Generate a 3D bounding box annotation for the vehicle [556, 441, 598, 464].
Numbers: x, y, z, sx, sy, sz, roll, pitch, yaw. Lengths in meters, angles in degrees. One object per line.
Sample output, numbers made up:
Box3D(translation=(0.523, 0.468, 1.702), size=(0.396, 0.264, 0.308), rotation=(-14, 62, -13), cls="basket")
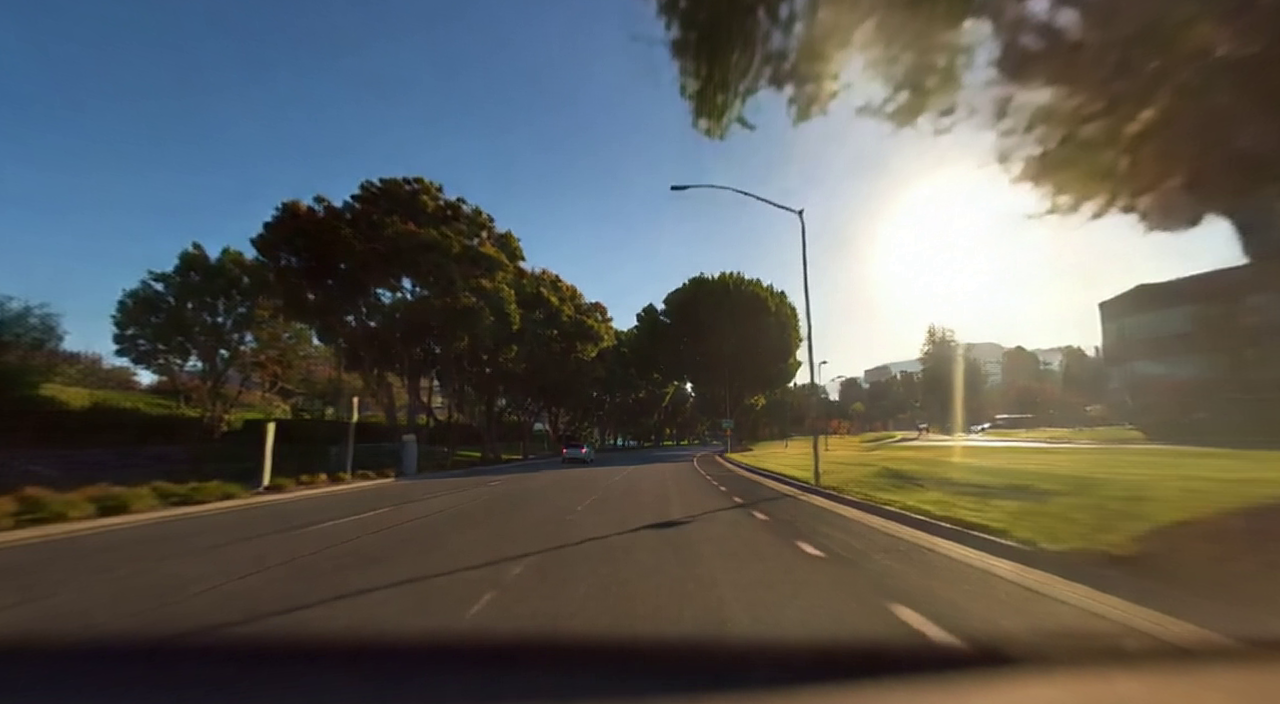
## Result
Box3D(translation=(-4.205, 6.826, 43.032), size=(1.945, 1.461, 4.605), rotation=(-1, -8, 6), cls="vehicle")
